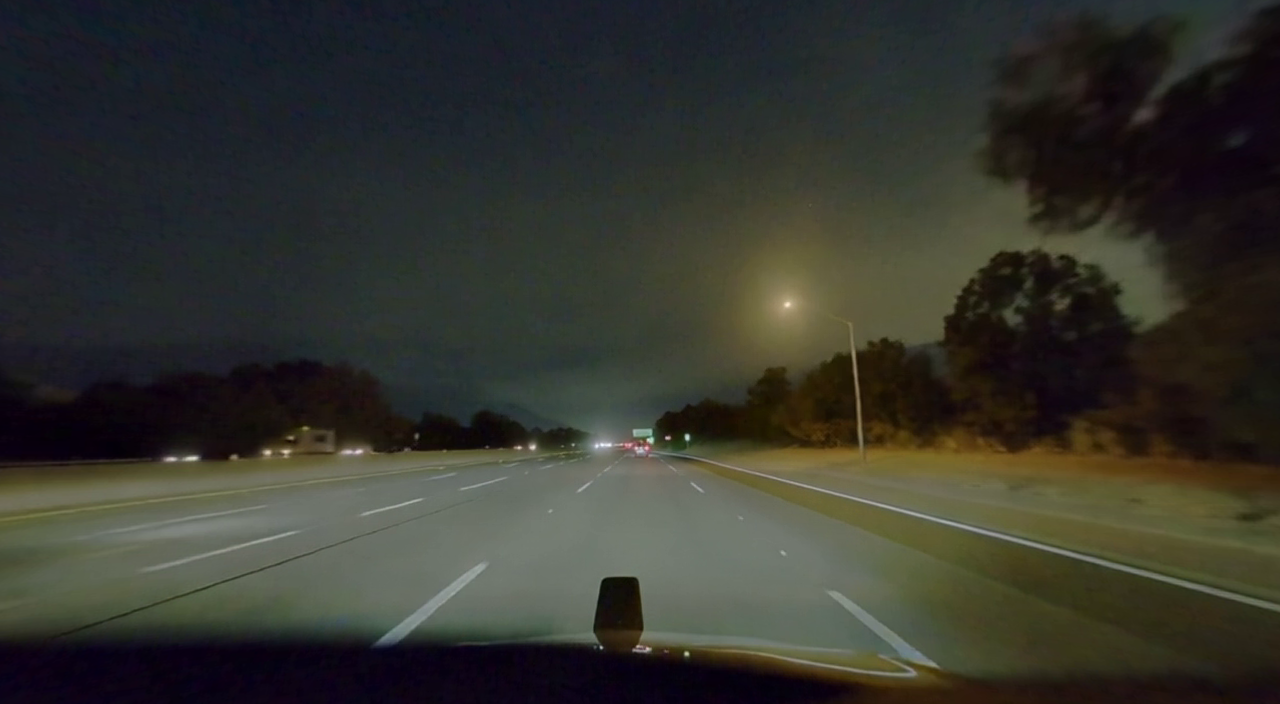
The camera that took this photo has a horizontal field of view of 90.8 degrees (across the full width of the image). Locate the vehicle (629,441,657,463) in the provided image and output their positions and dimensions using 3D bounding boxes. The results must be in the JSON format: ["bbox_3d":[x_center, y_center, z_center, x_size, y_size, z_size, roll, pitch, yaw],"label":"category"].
[{"bbox_3d":[0.231,7.575,48.000,2.021,1.528,4.154,0,-8,0],"label":"vehicle"}]

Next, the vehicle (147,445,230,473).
[{"bbox_3d":[-27.951,6.608,39.296,1.863,1.602,4.456,0,-8,0],"label":"vehicle"}]
